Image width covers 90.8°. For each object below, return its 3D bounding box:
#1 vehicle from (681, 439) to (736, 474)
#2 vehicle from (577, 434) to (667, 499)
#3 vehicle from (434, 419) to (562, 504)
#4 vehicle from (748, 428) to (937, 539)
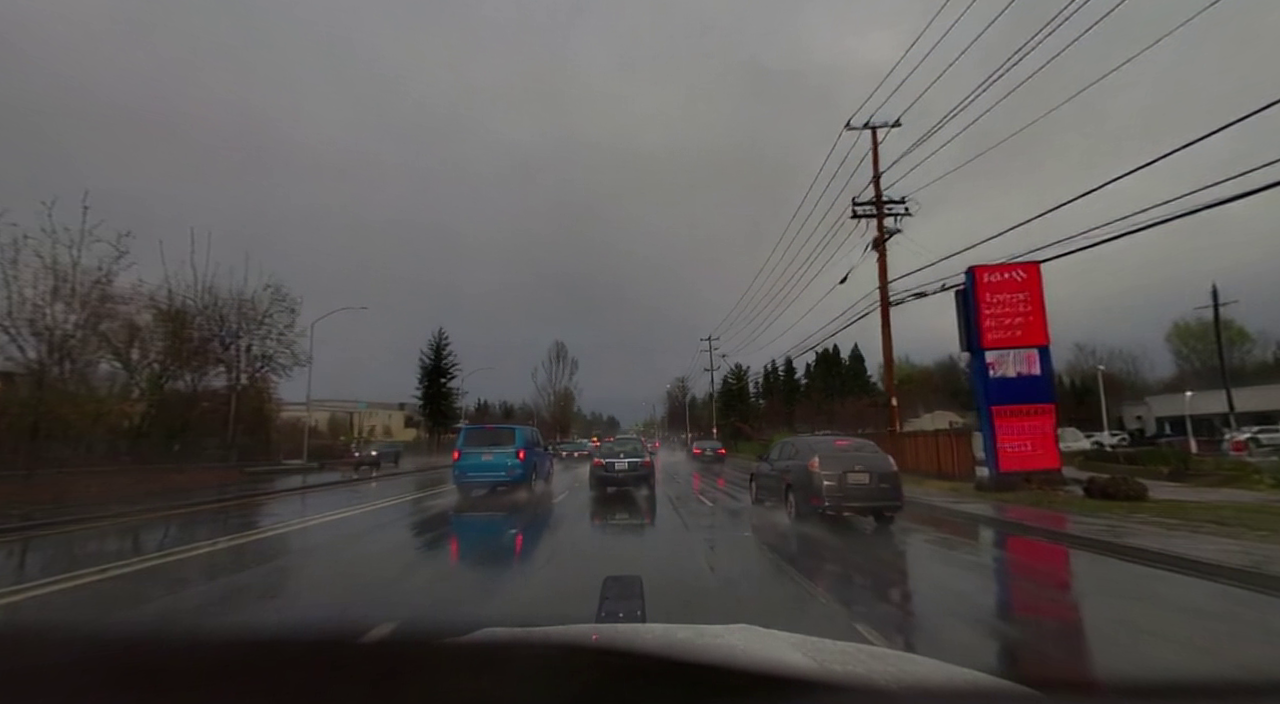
[{"bbox_3d":[3.078,4.820,29.280,1.878,1.479,4.461,0,-9,-2],"label":"vehicle"},{"bbox_3d":[-0.418,2.997,16.853,2.097,1.511,3.809,0,-9,0],"label":"vehicle"},{"bbox_3d":[-3.369,2.735,16.135,2.092,1.839,4.736,0,-9,1],"label":"vehicle"},{"bbox_3d":[3.153,2.116,10.728,1.880,1.521,3.724,0,-9,-1],"label":"vehicle"}]
